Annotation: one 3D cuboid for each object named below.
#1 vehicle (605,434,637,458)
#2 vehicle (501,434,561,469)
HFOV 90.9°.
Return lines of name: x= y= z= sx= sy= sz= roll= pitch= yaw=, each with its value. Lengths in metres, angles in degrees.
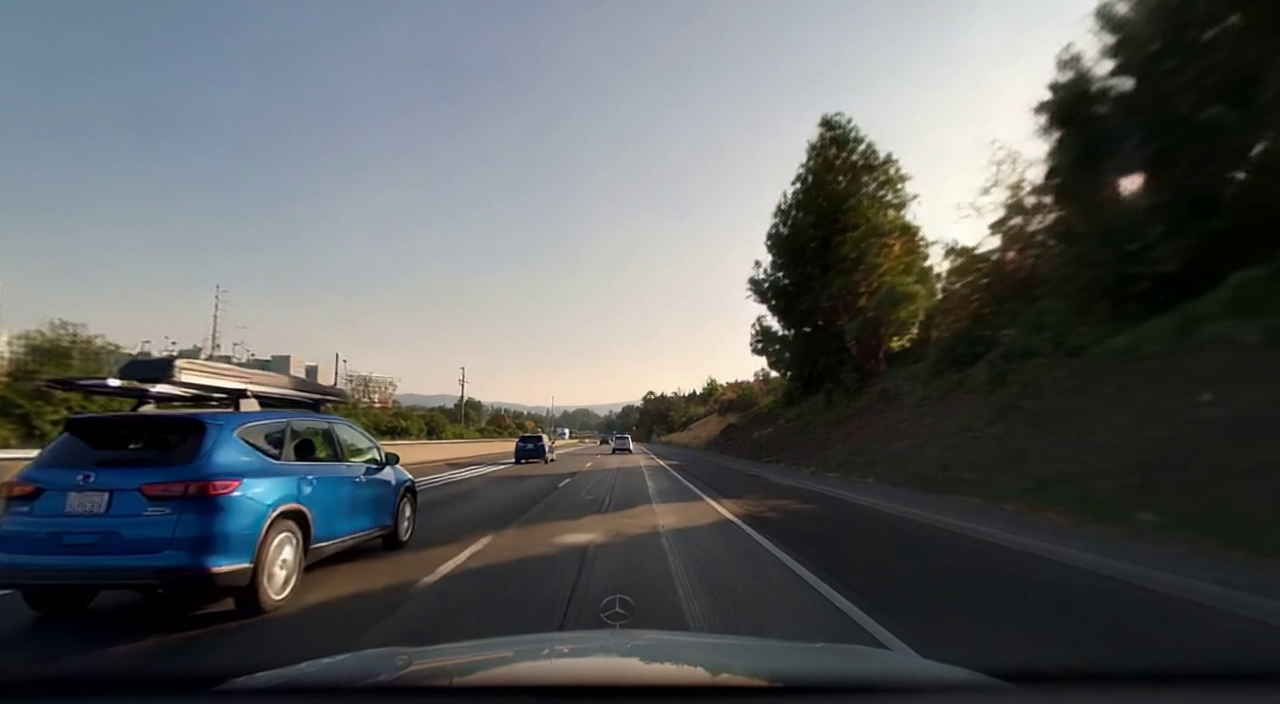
vehicle: x=-1.294 y=6.635 z=44.562 sx=2.151 sy=1.618 sz=3.898 roll=0 pitch=-8 yaw=-1
vehicle: x=-5.244 y=4.849 z=30.958 sx=2.189 sy=1.580 sz=4.607 roll=0 pitch=-8 yaw=0
